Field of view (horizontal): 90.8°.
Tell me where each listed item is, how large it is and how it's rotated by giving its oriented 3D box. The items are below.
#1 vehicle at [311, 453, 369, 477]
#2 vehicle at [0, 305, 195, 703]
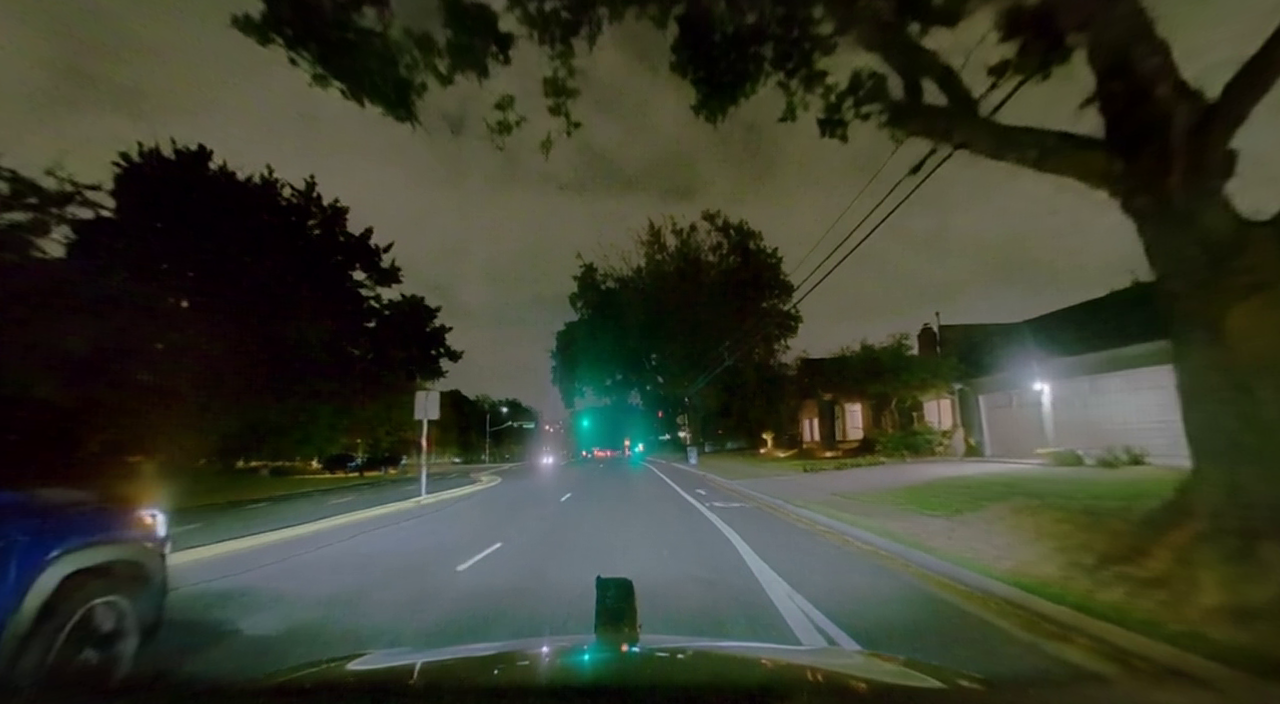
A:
[{"bbox_3d":[-23.472,8.822,49.561,1.920,1.614,4.479,-7,-10,8],"label":"vehicle"},{"bbox_3d":[-3.880,0.545,0.958,2.276,1.960,5.561,0,-8,1],"label":"vehicle"}]
